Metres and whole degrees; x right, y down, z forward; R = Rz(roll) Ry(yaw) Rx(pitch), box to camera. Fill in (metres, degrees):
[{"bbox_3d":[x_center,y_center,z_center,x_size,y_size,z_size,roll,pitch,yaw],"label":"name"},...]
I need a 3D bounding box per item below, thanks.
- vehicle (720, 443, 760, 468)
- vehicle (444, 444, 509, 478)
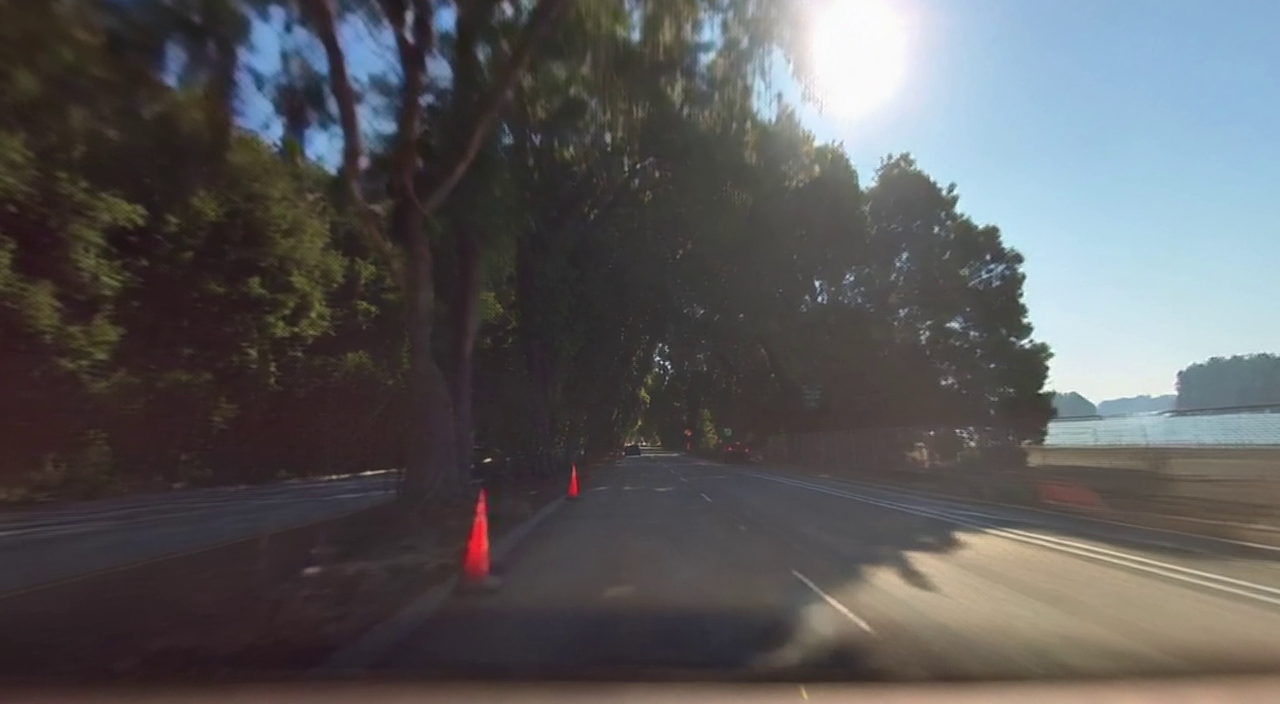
[{"bbox_3d":[6.265,6.538,40.038,1.904,1.470,4.583,-1,-8,2],"label":"vehicle"},{"bbox_3d":[-7.633,5.094,29.960,1.907,1.455,4.404,0,-8,0],"label":"vehicle"}]
